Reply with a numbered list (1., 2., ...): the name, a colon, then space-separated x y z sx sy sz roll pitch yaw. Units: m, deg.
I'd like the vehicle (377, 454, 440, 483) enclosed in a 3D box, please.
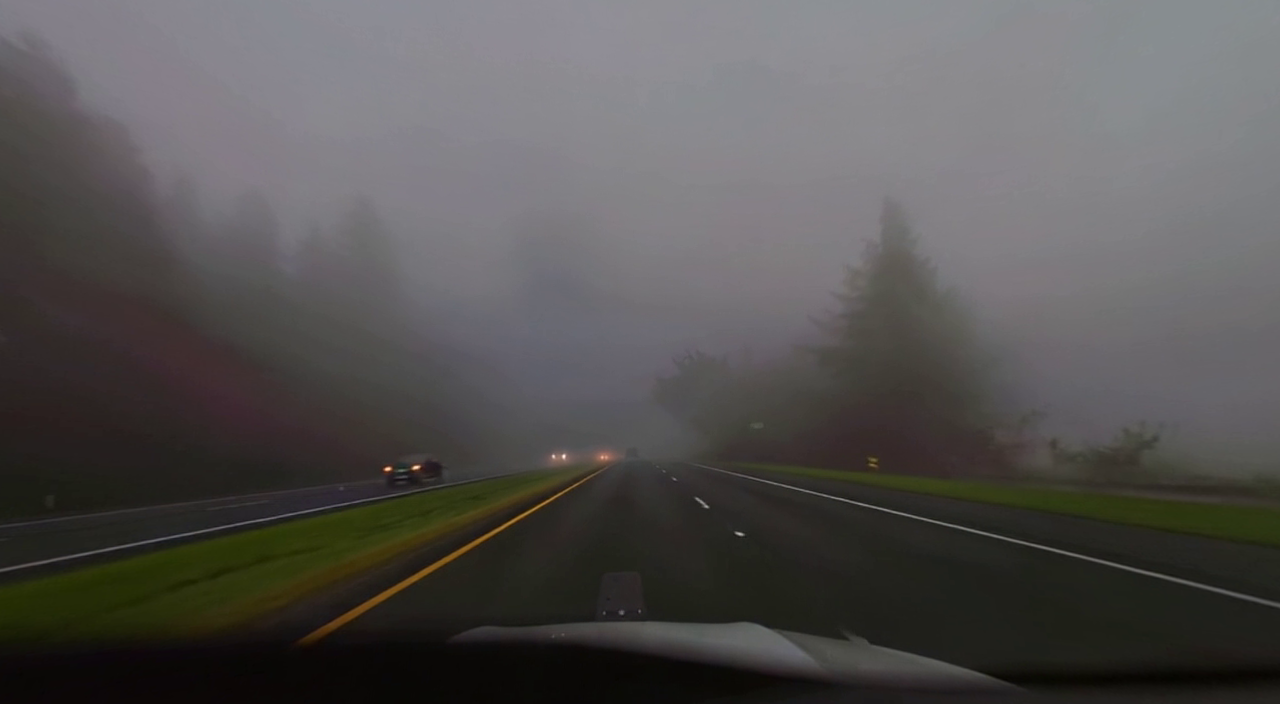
1. vehicle: -12.962 6.540 35.652 1.848 1.445 4.412 0 -9 1
